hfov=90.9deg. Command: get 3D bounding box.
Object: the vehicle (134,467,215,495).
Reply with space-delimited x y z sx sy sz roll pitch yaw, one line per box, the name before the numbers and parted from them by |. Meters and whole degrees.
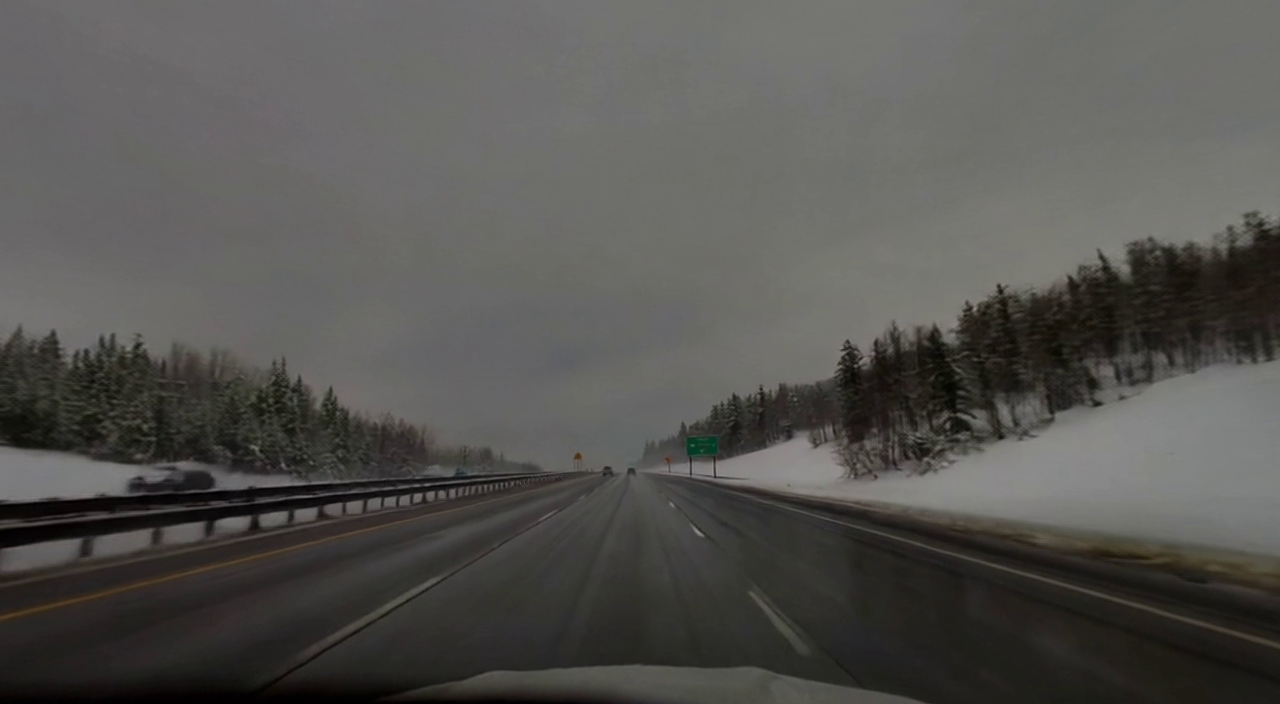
vehicle | -26.970 7.462 36.649 1.754 1.494 3.694 1 -10 0
